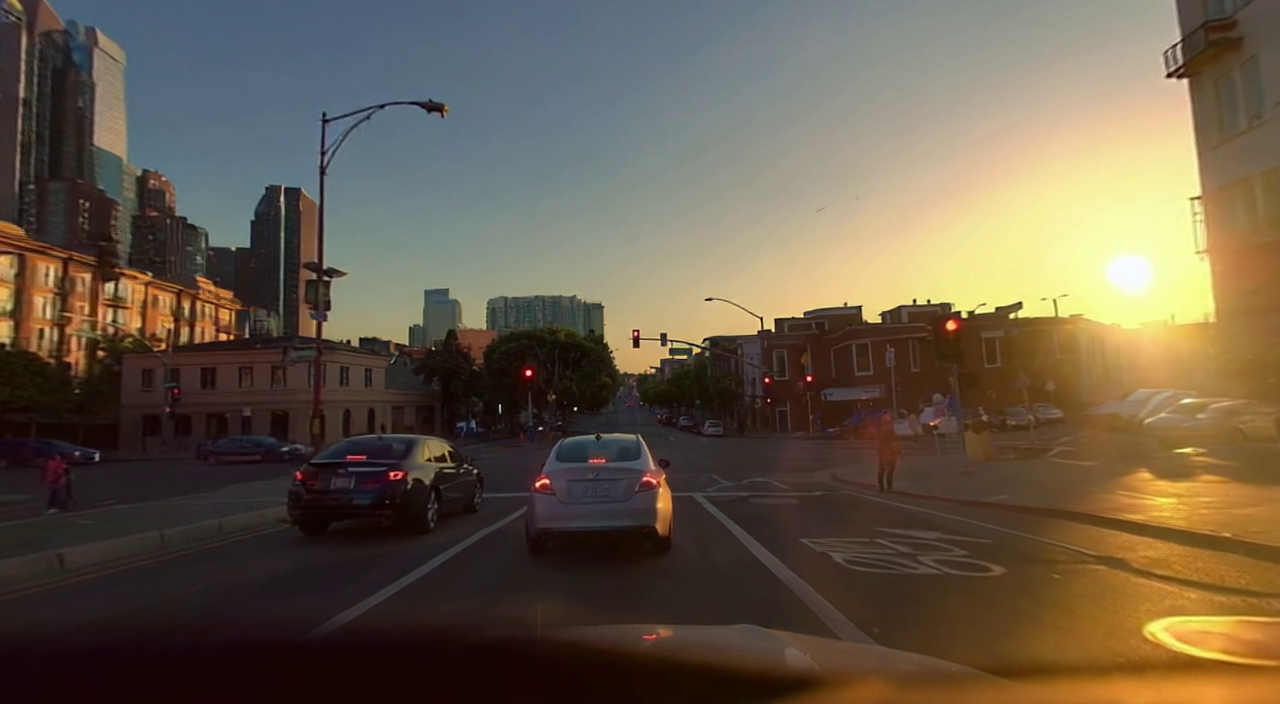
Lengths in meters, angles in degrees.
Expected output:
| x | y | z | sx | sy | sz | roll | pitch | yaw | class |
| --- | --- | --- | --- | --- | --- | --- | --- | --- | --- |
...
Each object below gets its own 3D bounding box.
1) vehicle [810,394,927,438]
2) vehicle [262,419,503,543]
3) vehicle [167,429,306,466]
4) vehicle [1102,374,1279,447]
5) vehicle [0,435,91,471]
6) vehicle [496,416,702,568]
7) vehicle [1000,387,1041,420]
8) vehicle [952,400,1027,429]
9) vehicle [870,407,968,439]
| x | y | z | sx | sy | sz | roll | pitch | yaw | class |
| --- | --- | --- | --- | --- | --- | --- | --- | --- | --- |
| 13.782 | 3.927 | 38.142 | 6.541 | 2.480 | 2.259 | 3 | -9 | -19 | vehicle |
| -3.692 | 1.938 | 10.143 | 1.934 | 1.522 | 4.464 | 0 | -8 | 1 | vehicle |
| -16.593 | 3.949 | 26.123 | 4.453 | 1.471 | 1.921 | -1 | -8 | 3 | vehicle |
| 21.676 | 2.336 | 24.632 | 5.756 | 2.653 | 2.403 | 1 | -9 | -11 | vehicle |
| -32.427 | 5.385 | 33.678 | 4.280 | 1.857 | 2.136 | 0 | -8 | 1 | vehicle |
| -0.429 | 1.710 | 8.428 | 2.082 | 1.520 | 3.896 | 0 | -8 | 0 | vehicle |
| 27.043 | 3.737 | 44.805 | 2.152 | 1.993 | 5.078 | -6 | -10 | 33 | vehicle |
| 21.154 | 3.831 | 38.158 | 5.017 | 1.542 | 2.055 | 7 | -11 | -38 | vehicle |
| 15.140 | 3.880 | 34.274 | 4.775 | 1.604 | 1.915 | 3 | -9 | -20 | vehicle |
